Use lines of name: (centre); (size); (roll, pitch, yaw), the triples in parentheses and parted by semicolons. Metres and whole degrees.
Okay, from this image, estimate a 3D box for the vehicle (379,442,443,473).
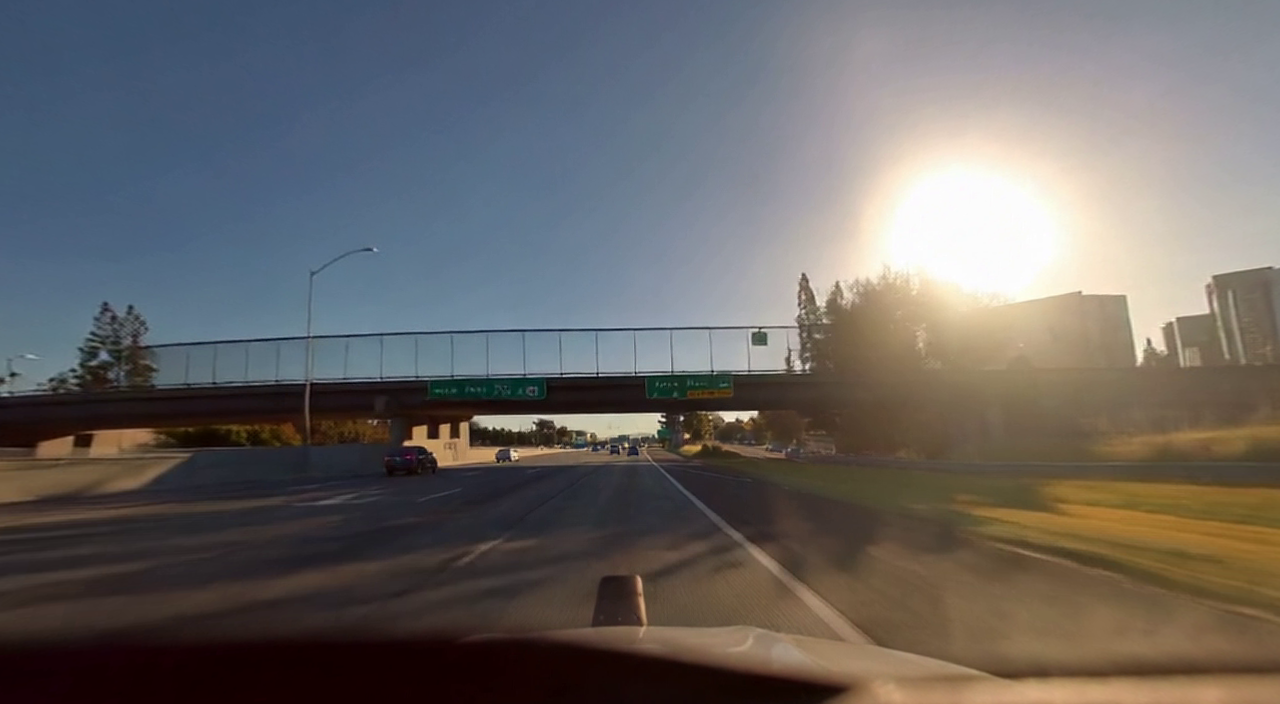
vehicle: (-14.333, 6.595, 39.907); (2.049, 1.792, 5.177); (0, -9, 0)
